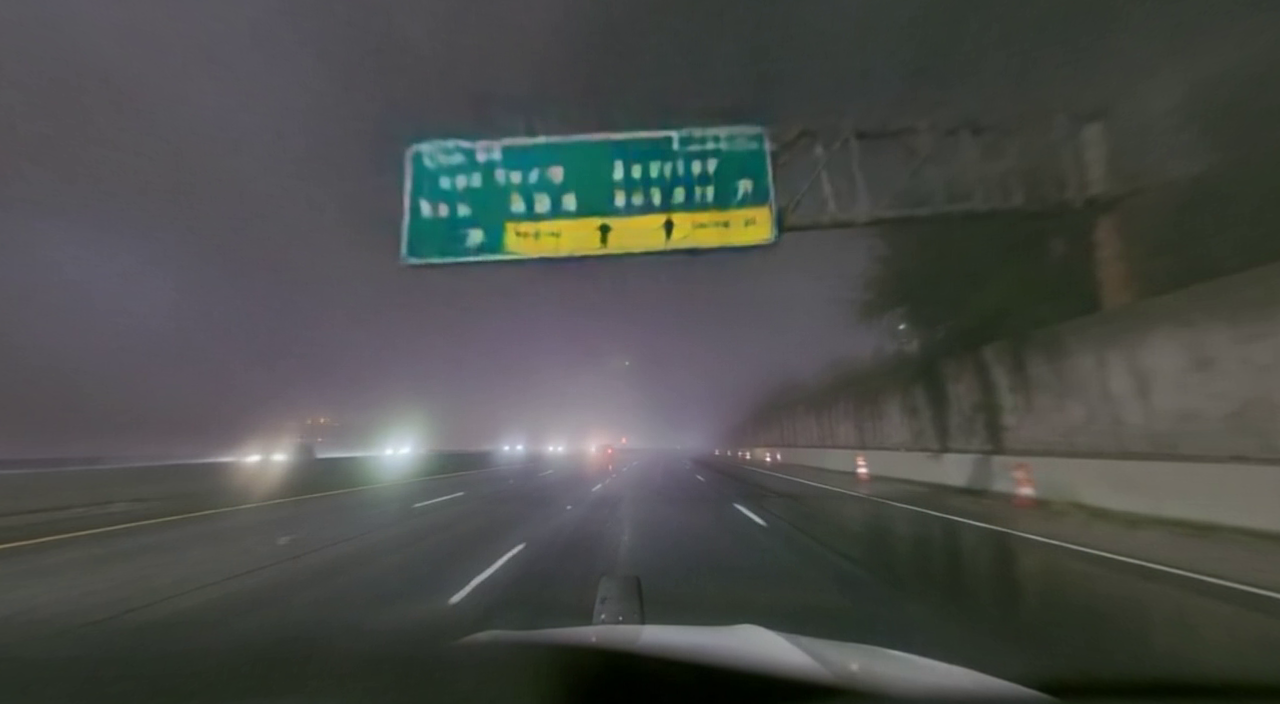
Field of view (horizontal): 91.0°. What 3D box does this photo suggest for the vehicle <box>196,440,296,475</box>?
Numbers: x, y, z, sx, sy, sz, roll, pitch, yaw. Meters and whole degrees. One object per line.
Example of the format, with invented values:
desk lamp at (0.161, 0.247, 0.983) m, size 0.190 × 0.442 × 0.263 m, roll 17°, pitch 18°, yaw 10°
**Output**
vehicle at (-19.248, 5.169, 31.011) m, size 1.906 × 1.568 × 4.357 m, roll -1°, pitch -9°, yaw 3°
